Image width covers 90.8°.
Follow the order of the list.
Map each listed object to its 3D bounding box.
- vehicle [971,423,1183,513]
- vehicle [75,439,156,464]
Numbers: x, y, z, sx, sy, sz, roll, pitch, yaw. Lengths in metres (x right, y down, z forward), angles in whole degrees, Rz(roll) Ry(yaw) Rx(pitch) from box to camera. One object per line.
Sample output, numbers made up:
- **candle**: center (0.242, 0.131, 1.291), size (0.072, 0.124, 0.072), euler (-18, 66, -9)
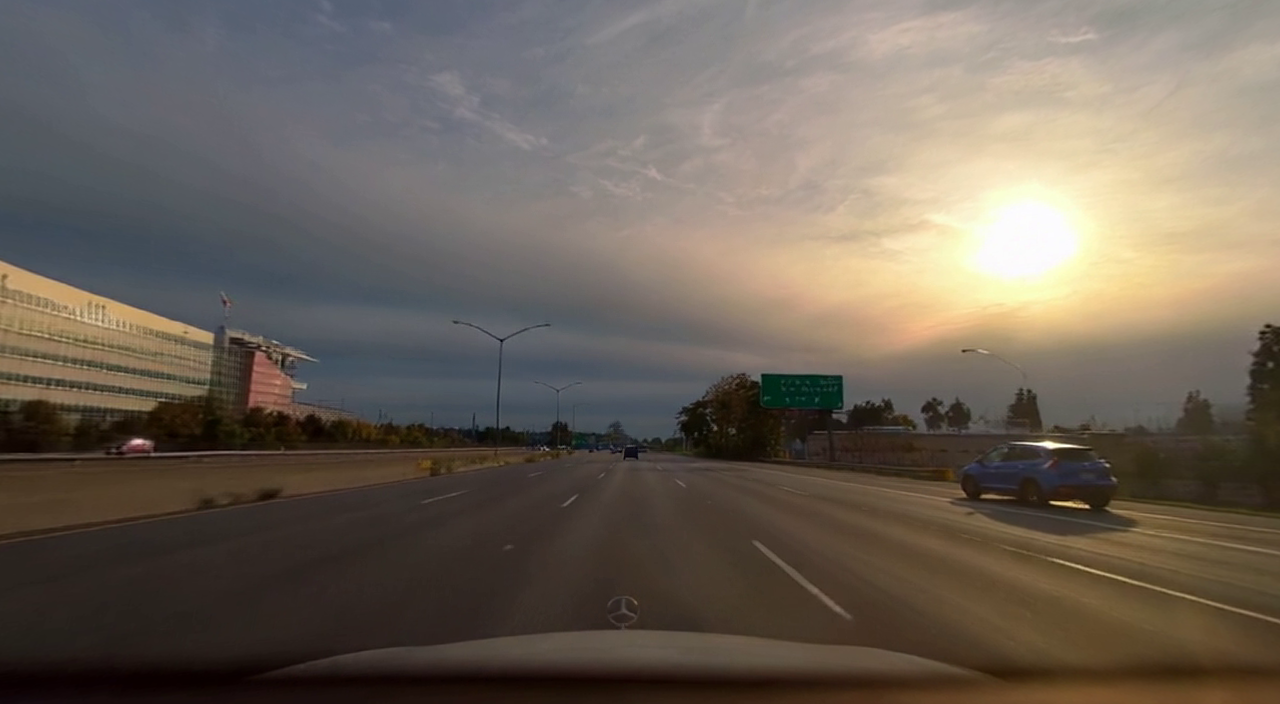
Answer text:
- **vehicle**: center (12.888, 3.445, 19.261), size (2.411, 2.326, 5.300), euler (0, -9, -2)
- **vehicle**: center (-37.264, 7.089, 44.956), size (2.001, 1.644, 4.350), euler (0, -9, 0)
